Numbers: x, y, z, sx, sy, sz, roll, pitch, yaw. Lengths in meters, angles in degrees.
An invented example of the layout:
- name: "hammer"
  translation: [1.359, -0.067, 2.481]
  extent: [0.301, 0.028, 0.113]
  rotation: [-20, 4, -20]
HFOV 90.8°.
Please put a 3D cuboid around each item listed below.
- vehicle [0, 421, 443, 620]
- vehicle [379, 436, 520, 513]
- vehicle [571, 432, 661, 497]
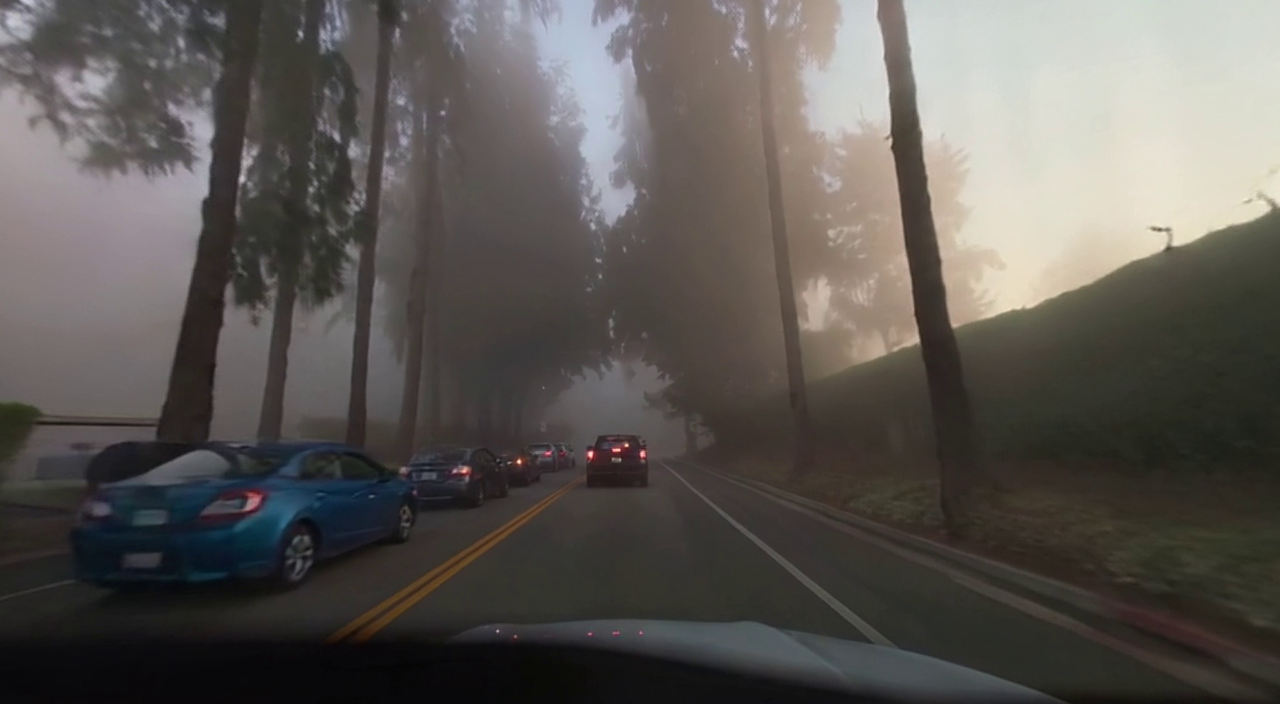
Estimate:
- name: "vehicle"
  translation: [-3.982, 1.603, 7.117]
  extent: [1.968, 1.459, 4.734]
  rotation: [0, -8, 1]
- name: "vehicle"
  translation: [-3.959, 2.601, 13.932]
  extent: [1.784, 1.408, 4.141]
  rotation: [0, -8, 1]
- name: "vehicle"
  translation: [-0.593, 2.960, 16.987]
  extent: [2.127, 1.517, 4.090]
  rotation: [0, -8, -1]
